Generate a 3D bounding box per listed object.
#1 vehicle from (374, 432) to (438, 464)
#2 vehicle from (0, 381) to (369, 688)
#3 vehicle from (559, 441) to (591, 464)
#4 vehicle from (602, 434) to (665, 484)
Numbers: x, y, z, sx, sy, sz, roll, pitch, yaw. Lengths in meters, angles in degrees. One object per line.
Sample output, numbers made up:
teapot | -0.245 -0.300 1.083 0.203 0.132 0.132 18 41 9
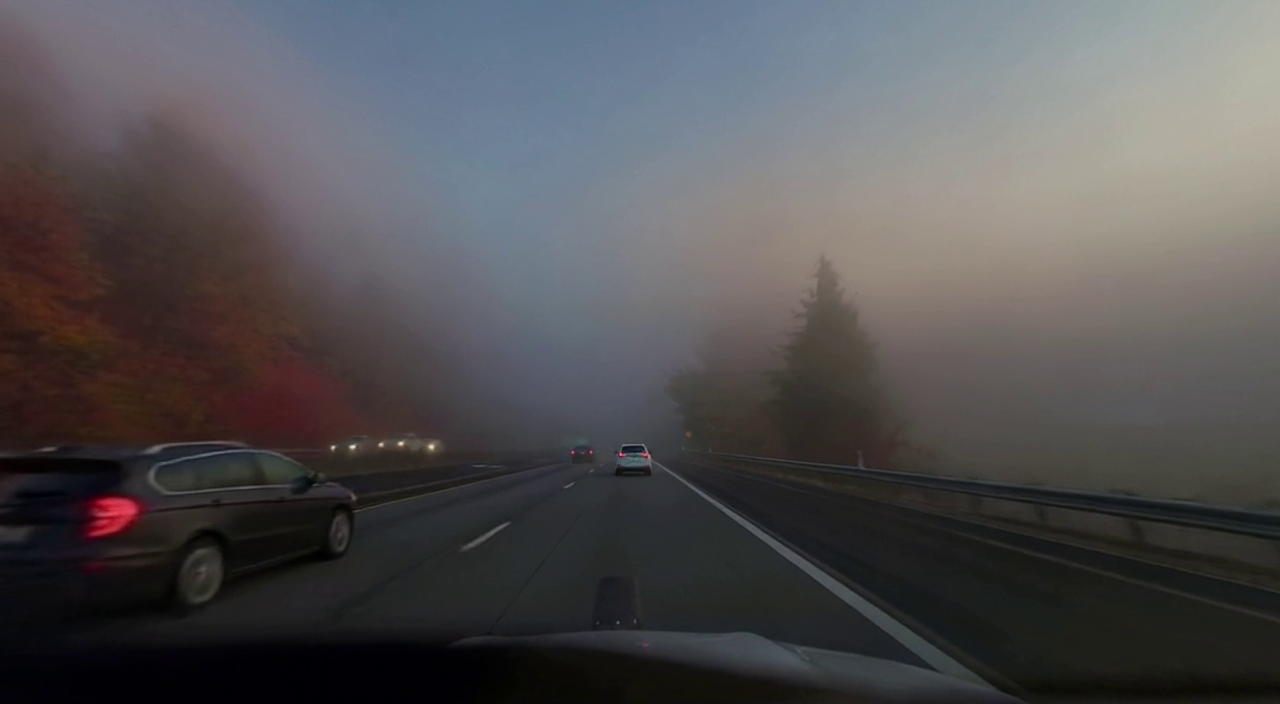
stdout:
vehicle | -13.201 5.480 35.658 2.070 1.677 4.321 0 -9 -1
vehicle | -4.359 1.304 5.418 1.931 1.603 4.739 -1 -9 0
vehicle | -4.927 7.682 47.947 1.974 1.688 4.727 0 -9 -1
vehicle | -0.235 3.940 23.287 2.115 1.661 4.049 0 -9 -1
